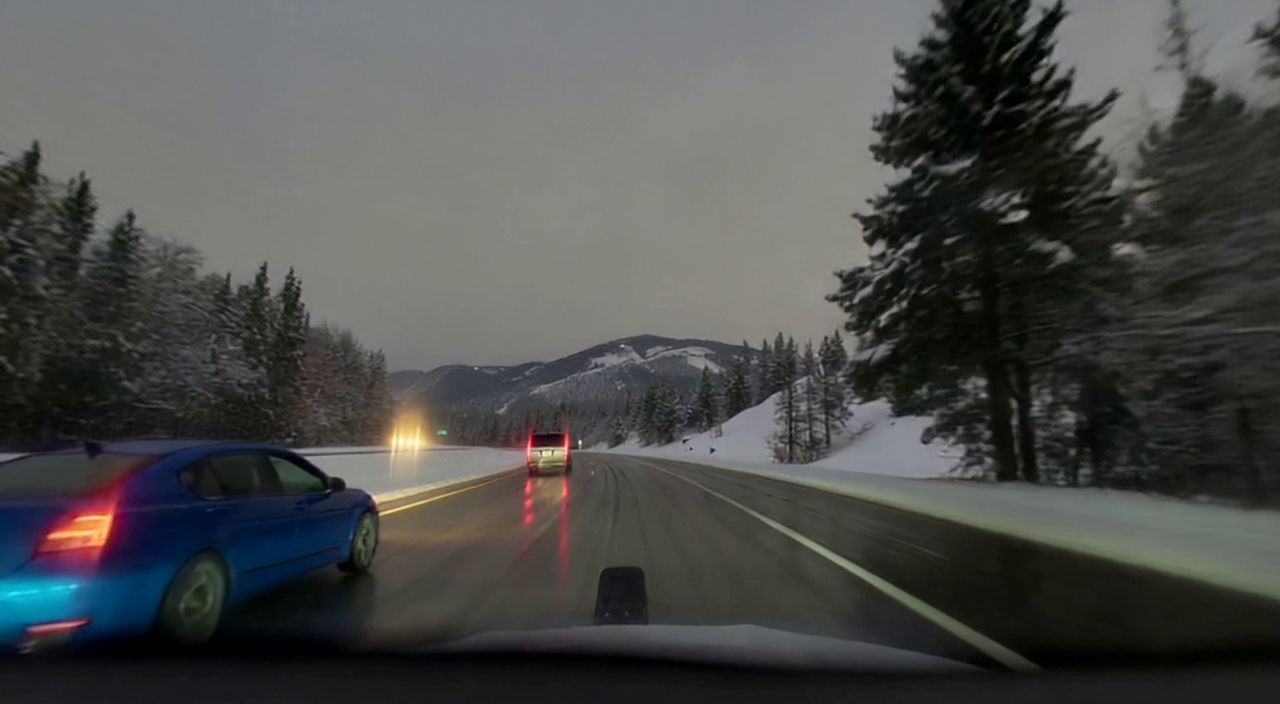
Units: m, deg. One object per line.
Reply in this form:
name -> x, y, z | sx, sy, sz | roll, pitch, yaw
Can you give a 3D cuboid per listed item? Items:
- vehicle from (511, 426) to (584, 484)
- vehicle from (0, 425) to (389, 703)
vehicle -> -3.861, 4.451, 27.573 | 2.444, 2.204, 5.568 | -1, -9, -1
vehicle -> -4.011, 1.418, 4.966 | 2.097, 1.511, 4.585 | -1, -9, 1
